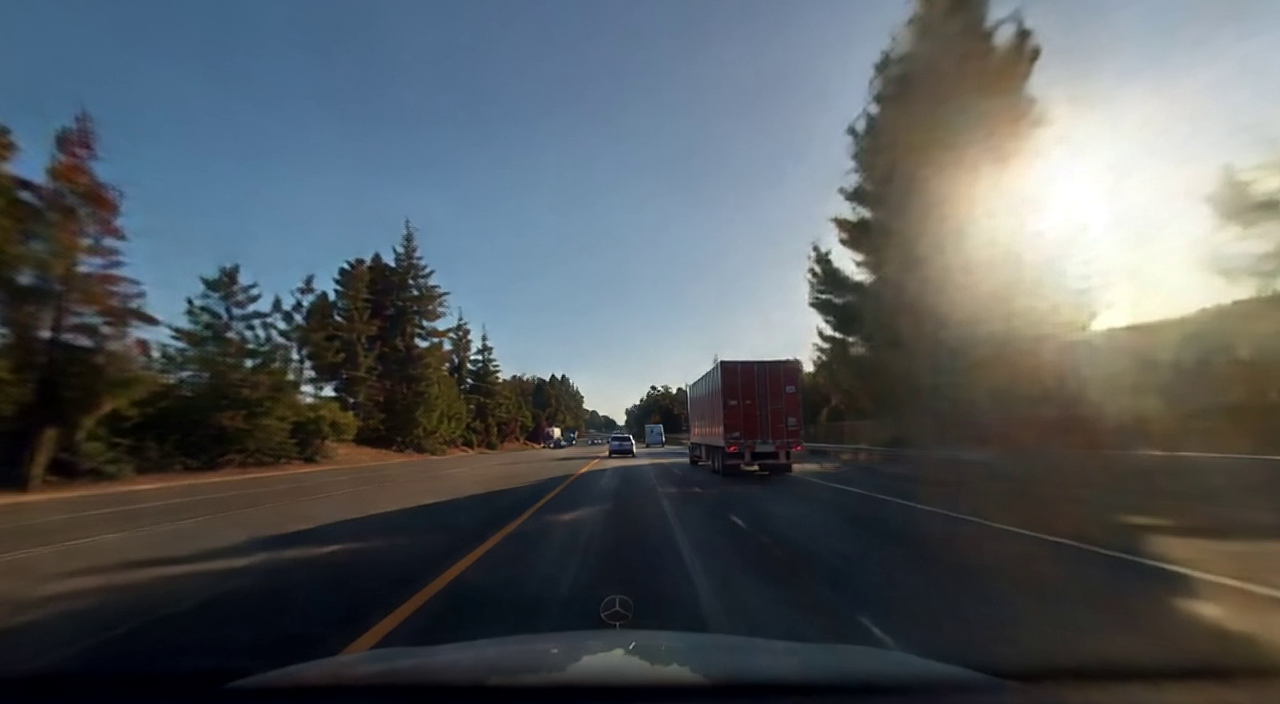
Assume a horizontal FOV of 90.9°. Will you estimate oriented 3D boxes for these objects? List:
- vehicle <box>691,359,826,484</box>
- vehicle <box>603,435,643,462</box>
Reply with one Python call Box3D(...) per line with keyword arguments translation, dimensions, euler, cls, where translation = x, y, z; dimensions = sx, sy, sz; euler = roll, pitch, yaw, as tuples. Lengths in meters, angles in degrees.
Box3D(translation=(3.682, 2.495, 21.996), dimensions=(2.921, 3.526, 8.207), euler=(0, -8, -1), cls="vehicle")
Box3D(translation=(-0.995, 5.660, 37.286), dimensions=(2.259, 1.466, 3.693), euler=(0, -8, -1), cls="vehicle")
